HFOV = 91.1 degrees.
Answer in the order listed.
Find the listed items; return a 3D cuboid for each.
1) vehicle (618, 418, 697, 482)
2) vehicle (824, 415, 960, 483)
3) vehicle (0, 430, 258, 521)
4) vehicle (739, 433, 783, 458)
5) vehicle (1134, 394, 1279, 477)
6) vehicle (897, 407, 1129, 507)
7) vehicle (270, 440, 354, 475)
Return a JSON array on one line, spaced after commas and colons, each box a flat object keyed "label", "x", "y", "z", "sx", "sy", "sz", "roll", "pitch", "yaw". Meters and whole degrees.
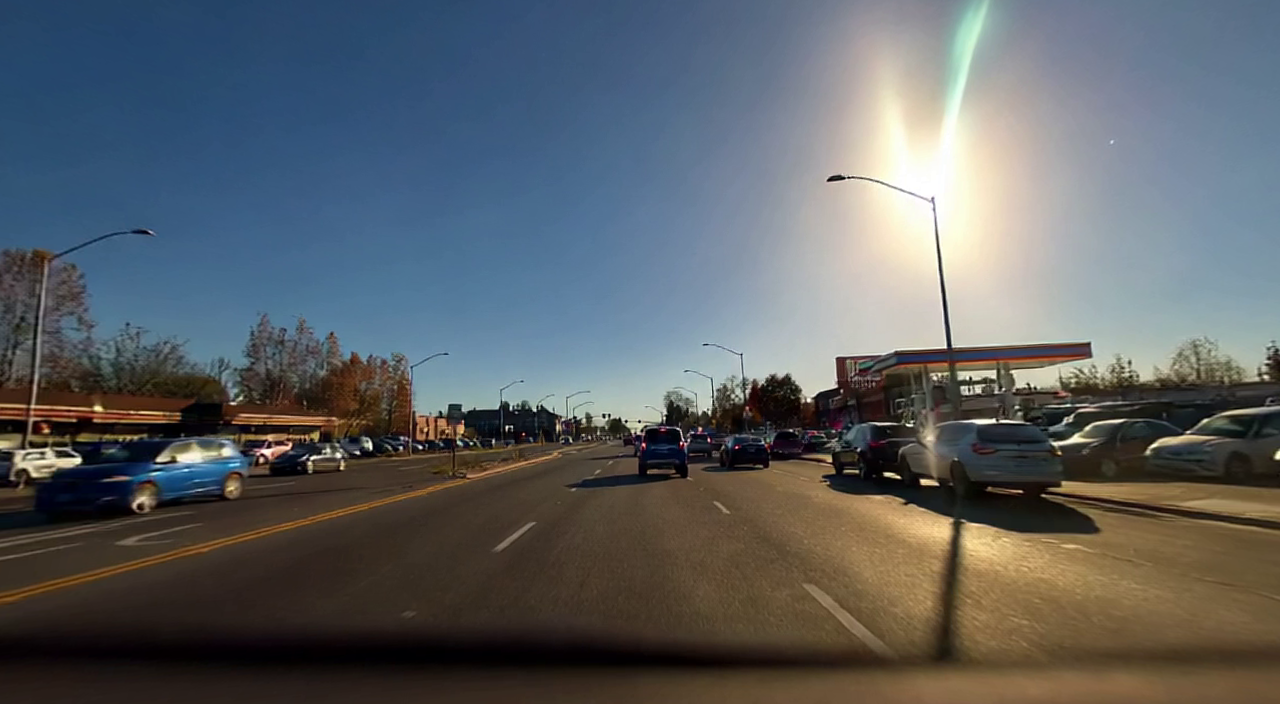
[{"label": "vehicle", "x": 0.573, "y": 3.245, "z": 20.978, "sx": 2.317, "sy": 1.857, "sz": 5.150, "roll": 0, "pitch": -8, "yaw": 1}, {"label": "vehicle", "x": 7.373, "y": 2.917, "z": 19.036, "sx": 2.032, "sy": 1.776, "sz": 4.782, "roll": 0, "pitch": -8, "yaw": -1}, {"label": "vehicle", "x": -10.916, "y": 2.633, "z": 13.990, "sx": 2.002, "sy": 1.694, "sz": 4.384, "roll": 0, "pitch": -8, "yaw": 0}, {"label": "vehicle", "x": 7.616, "y": 5.927, "z": 39.929, "sx": 1.818, "sy": 1.459, "sz": 4.806, "roll": 0, "pitch": -8, "yaw": 0}, {"label": "vehicle", "x": 13.659, "y": 1.844, "z": 13.726, "sx": 1.844, "sy": 1.650, "sz": 4.415, "roll": 1, "pitch": -8, "yaw": -5}, {"label": "vehicle", "x": 7.471, "y": 2.172, "z": 13.321, "sx": 1.970, "sy": 1.744, "sz": 4.662, "roll": 0, "pitch": -8, "yaw": -1}, {"label": "vehicle", "x": -17.571, "y": 5.638, "z": 33.941, "sx": 1.995, "sy": 1.740, "sz": 4.673, "roll": 0, "pitch": -8, "yaw": 0}]
